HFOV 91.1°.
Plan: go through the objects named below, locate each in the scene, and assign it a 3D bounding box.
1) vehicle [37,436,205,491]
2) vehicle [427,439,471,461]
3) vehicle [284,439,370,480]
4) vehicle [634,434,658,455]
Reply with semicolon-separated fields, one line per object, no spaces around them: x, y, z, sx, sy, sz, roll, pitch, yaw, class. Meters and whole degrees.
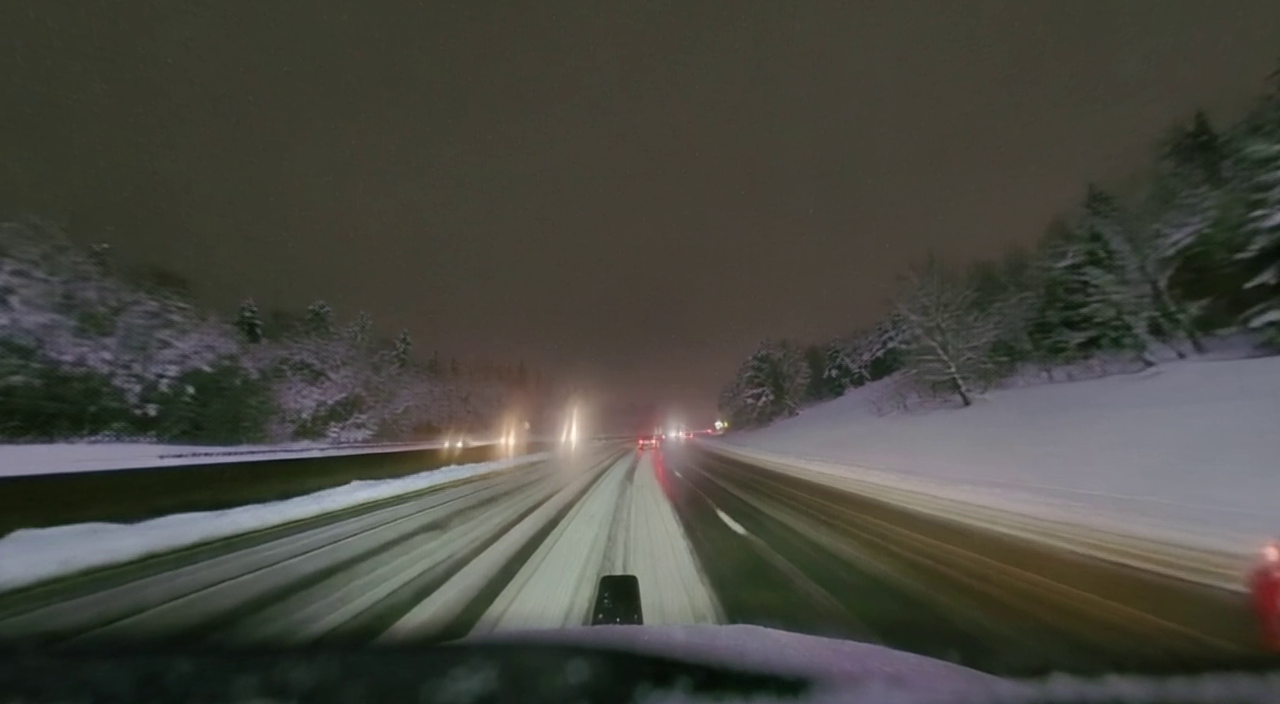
-15.352;3.269;18.906;1.772;1.454;3.816;0;-8;-1;vehicle
-14.880;7.647;49.205;1.963;1.491;4.329;-1;-7;2;vehicle
-12.408;4.248;25.169;1.668;1.407;3.555;-1;-7;-2;vehicle
0.425;7.191;48.980;1.771;1.480;3.781;0;-8;0;vehicle
